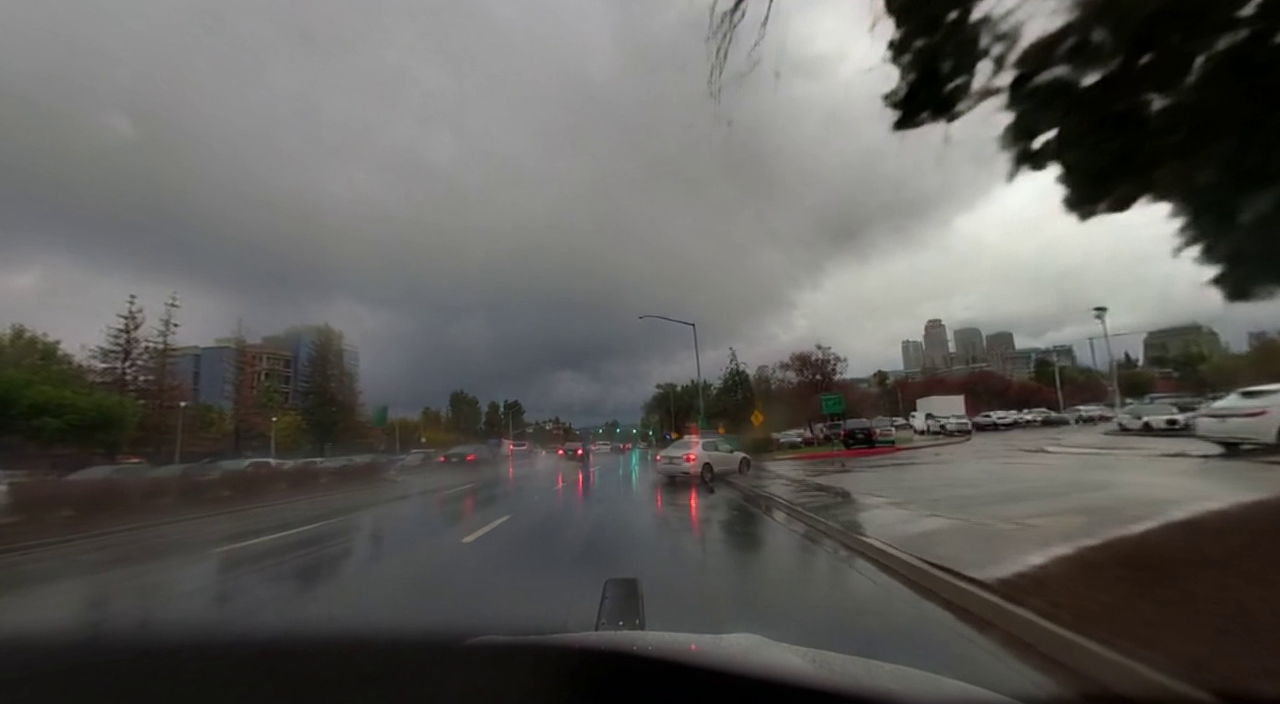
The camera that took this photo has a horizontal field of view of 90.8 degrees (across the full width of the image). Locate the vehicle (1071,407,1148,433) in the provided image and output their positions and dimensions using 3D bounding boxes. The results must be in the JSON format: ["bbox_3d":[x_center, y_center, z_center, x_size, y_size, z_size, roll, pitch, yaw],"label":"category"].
[{"bbox_3d":[30.162,4.402,40.760,1.985,1.485,4.071,-1,-8,3],"label":"vehicle"}]

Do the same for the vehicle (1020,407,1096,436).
[{"bbox_3d":[27.232,4.606,41.392,1.992,1.498,4.667,-5,-9,4],"label":"vehicle"}]

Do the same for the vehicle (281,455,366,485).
[{"bbox_3d":[-16.844,6.278,33.933,1.981,1.431,4.862,0,-8,1],"label":"vehicle"}]

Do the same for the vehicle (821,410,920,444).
[{"bbox_3d":[14.025,4.631,38.703,5.161,1.993,2.293,0,-9,2],"label":"vehicle"}]

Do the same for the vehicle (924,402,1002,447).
[{"bbox_3d":[17.130,3.923,33.303,2.569,2.081,6.193,-6,-10,35],"label":"vehicle"}]

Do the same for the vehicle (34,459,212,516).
[{"bbox_3d":[-16.769,4.371,20.897,1.923,1.543,4.687,0,-8,0],"label":"vehicle"}]

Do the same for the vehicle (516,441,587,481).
[{"bbox_3d":[-3.550,4.483,26.283,2.235,1.500,4.420,0,-8,1],"label":"vehicle"}]

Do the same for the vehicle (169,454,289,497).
[{"bbox_3d":[-17.378,5.214,27.052,2.084,1.624,4.486,0,-8,0],"label":"vehicle"}]

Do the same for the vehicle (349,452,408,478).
[{"bbox_3d":[-16.632,7.201,40.413,1.849,1.472,4.441,0,-8,0],"label":"vehicle"}]

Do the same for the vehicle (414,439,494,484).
[{"bbox_3d":[-7.890,4.676,27.224,2.054,1.744,4.422,0,-8,1],"label":"vehicle"}]

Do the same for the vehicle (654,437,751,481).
[{"bbox_3d":[2.522,4.090,24.415,2.208,1.513,4.504,-4,-9,26],"label":"vehicle"}]

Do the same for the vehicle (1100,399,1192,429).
[{"bbox_3d":[32.675,4.089,41.000,2.137,1.697,4.811,-1,-8,3],"label":"vehicle"}]
